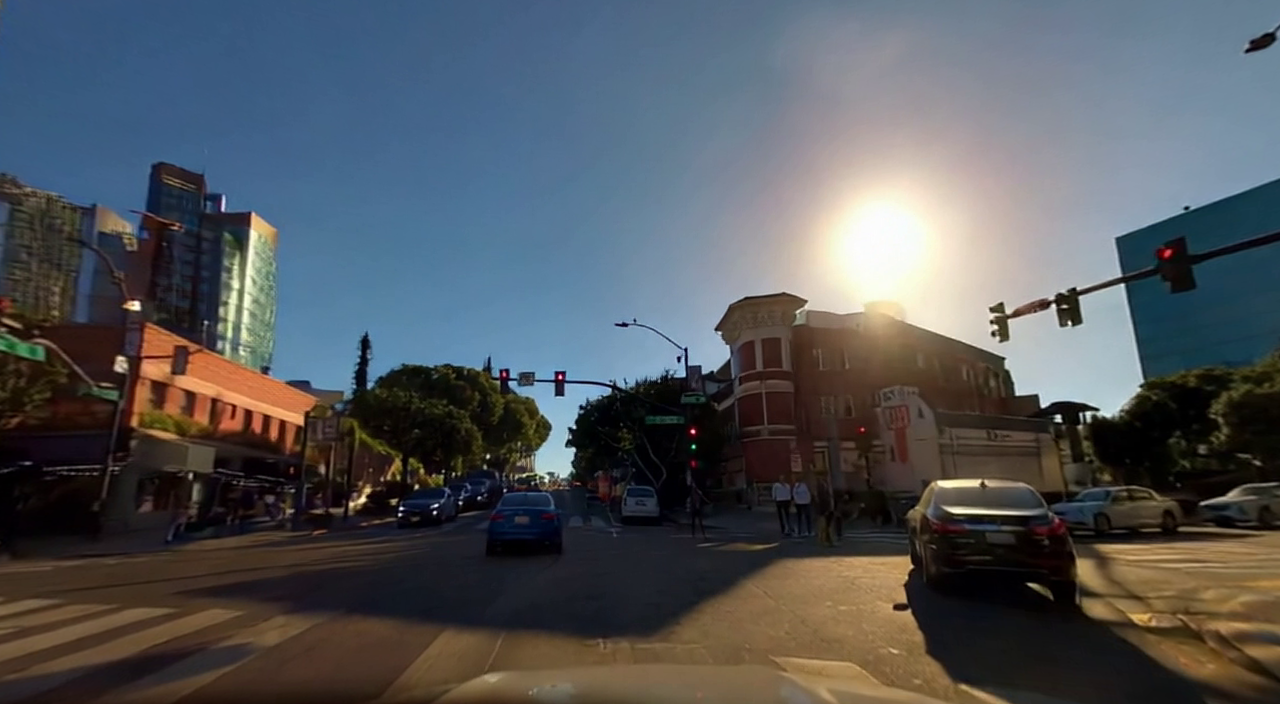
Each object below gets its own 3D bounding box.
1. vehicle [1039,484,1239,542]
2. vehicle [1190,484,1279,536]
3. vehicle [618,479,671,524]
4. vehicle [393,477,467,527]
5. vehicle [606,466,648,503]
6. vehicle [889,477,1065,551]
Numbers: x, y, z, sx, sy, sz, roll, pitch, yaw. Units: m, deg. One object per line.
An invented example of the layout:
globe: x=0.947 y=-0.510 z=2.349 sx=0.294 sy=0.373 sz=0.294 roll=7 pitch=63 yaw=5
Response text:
vehicle: x=18.032 y=5.795 z=22.968 sx=5.345 sy=1.747 sz=2.410 roll=0 pitch=-9 yaw=-5
vehicle: x=23.647 y=5.784 z=23.281 sx=4.734 sy=1.605 sz=2.186 roll=0 pitch=-9 yaw=-5
vehicle: x=0.141 y=7.099 z=30.196 sx=1.908 sy=1.741 sz=4.066 roll=1 pitch=-9 yaw=-9
vehicle: x=-9.661 y=6.911 z=29.433 sx=2.226 sy=1.896 sz=4.438 roll=0 pitch=-9 yaw=-4
vehicle: x=-0.883 y=8.240 z=39.433 sx=2.365 sy=1.994 sz=4.259 roll=0 pitch=-9 yaw=-5
vehicle: x=11.921 y=5.713 z=22.551 sx=4.974 sy=2.266 sz=2.324 roll=1 pitch=-9 yaw=-7
